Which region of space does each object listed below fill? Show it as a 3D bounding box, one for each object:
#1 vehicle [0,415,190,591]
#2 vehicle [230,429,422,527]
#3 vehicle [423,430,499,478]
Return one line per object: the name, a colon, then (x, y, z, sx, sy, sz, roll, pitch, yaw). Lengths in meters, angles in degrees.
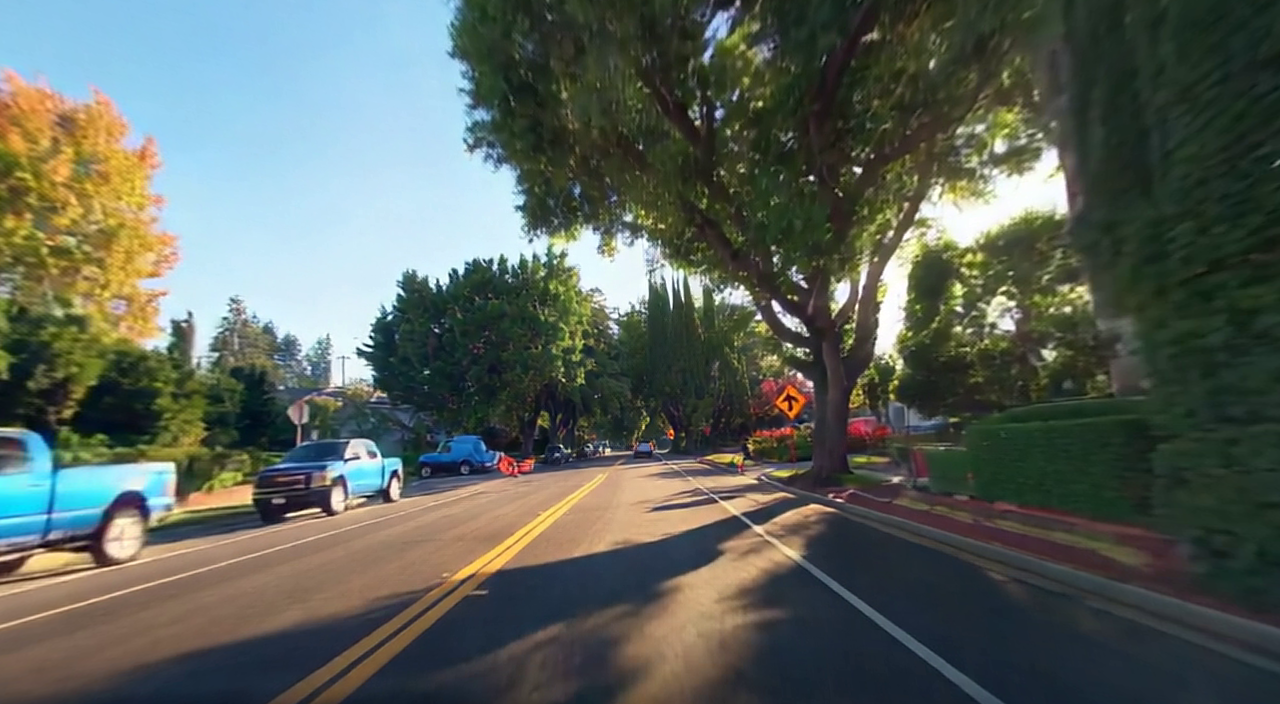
vehicle: (-8.248, 1.746, 6.946, 2.375, 1.923, 5.790, -4, -7, 1)
vehicle: (-8.239, 3.257, 17.404, 2.375, 2.016, 5.936, -4, -7, -1)
vehicle: (-10.474, 5.941, 36.836, 4.120, 2.628, 2.064, 3, -9, -19)
